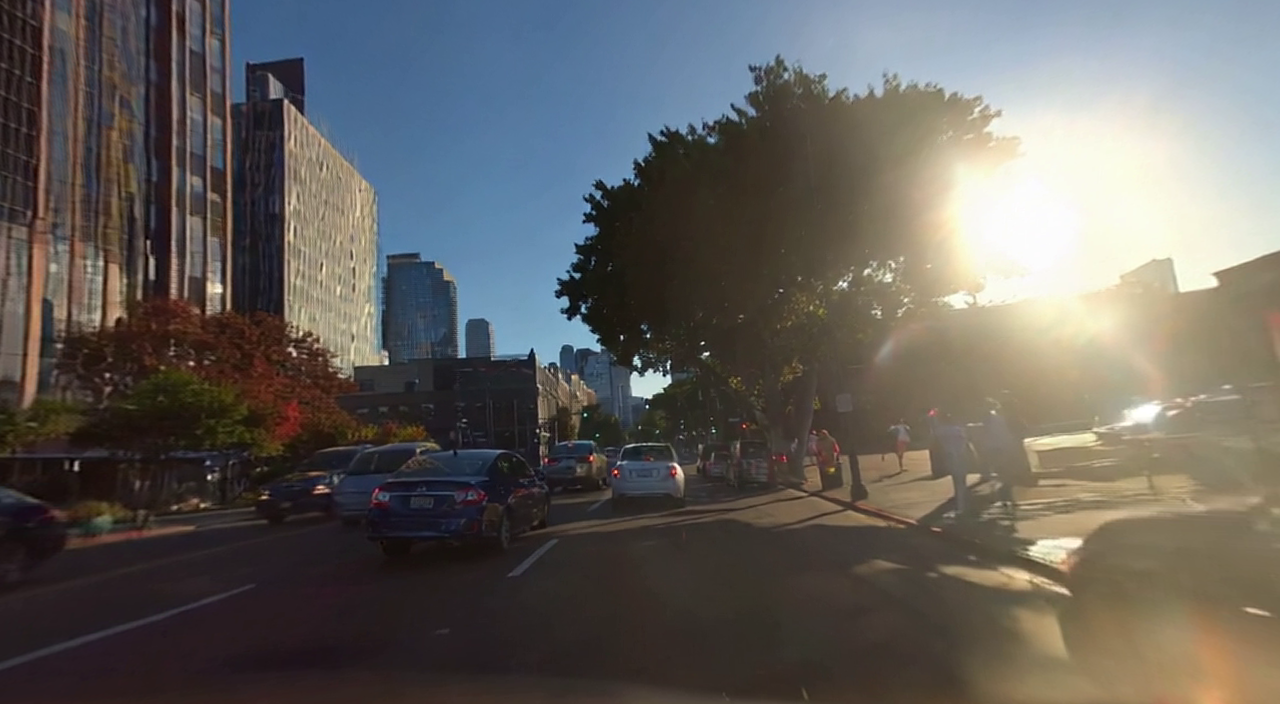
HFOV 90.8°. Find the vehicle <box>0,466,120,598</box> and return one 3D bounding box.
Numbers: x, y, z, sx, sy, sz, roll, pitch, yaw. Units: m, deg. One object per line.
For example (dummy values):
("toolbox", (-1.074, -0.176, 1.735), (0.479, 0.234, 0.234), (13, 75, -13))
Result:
("vehicle", (-8.729, 2.109, 6.973), (1.920, 1.492, 4.624), (1, -8, 2))

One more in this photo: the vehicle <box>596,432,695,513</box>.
("vehicle", (0.207, 2.820, 15.259), (2.076, 1.667, 3.948), (0, -8, 2))

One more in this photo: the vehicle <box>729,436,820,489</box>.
("vehicle", (4.101, 3.408, 19.965), (2.065, 1.461, 4.181), (0, -8, 1))

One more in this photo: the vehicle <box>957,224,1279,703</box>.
("vehicle", (2.994, 0.516, 1.114), (2.352, 1.953, 4.798), (0, -8, 0))

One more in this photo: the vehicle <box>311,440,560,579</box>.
("vehicle", (-2.501, 2.031, 9.068), (1.940, 1.481, 4.376), (-1, -8, 3))
